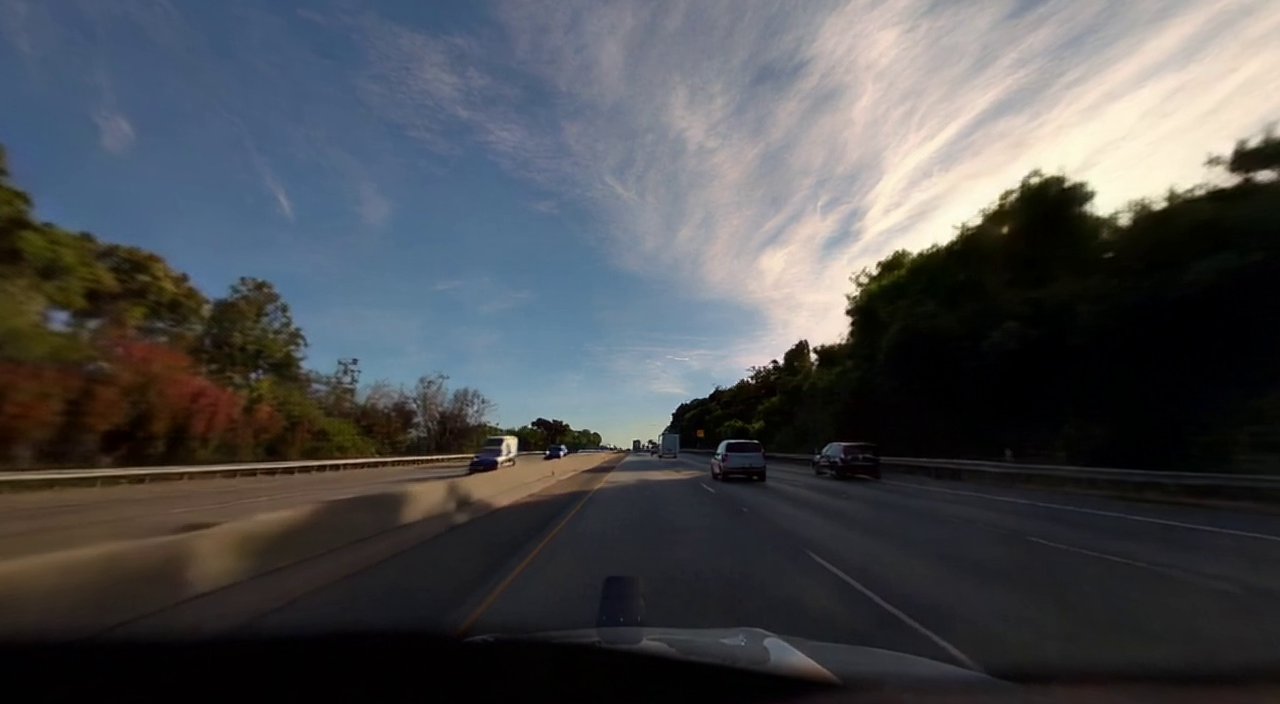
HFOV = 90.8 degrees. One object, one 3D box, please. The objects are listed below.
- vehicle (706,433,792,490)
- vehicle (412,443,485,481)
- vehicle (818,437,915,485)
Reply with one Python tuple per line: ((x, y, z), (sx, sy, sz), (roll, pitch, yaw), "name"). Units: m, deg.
((3.637, 3.759, 21.959), (2.070, 1.751, 4.576), (0, -9, -1), "vehicle")
((-8.236, 4.752, 27.536), (1.900, 1.483, 4.190), (0, -9, 0), "vehicle")
((8.619, 4.188, 24.508), (2.018, 1.636, 4.510), (0, -9, -1), "vehicle")
